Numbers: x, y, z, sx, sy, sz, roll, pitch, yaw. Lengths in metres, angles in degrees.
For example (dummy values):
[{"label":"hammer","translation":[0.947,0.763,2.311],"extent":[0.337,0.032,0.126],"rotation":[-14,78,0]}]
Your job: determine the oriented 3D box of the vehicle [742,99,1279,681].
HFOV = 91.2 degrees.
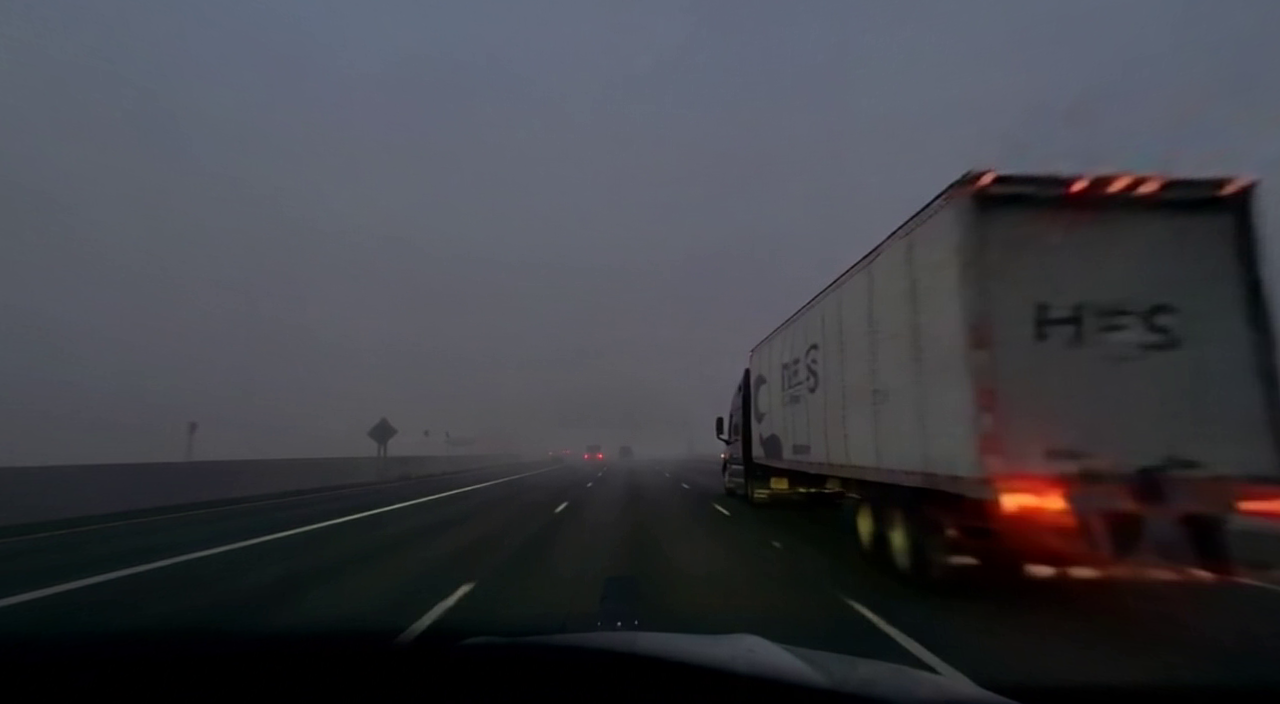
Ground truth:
[{"label":"vehicle","translation":[4.065,1.034,9.767],"extent":[2.823,3.509,12.118],"rotation":[0,-9,0]}]
